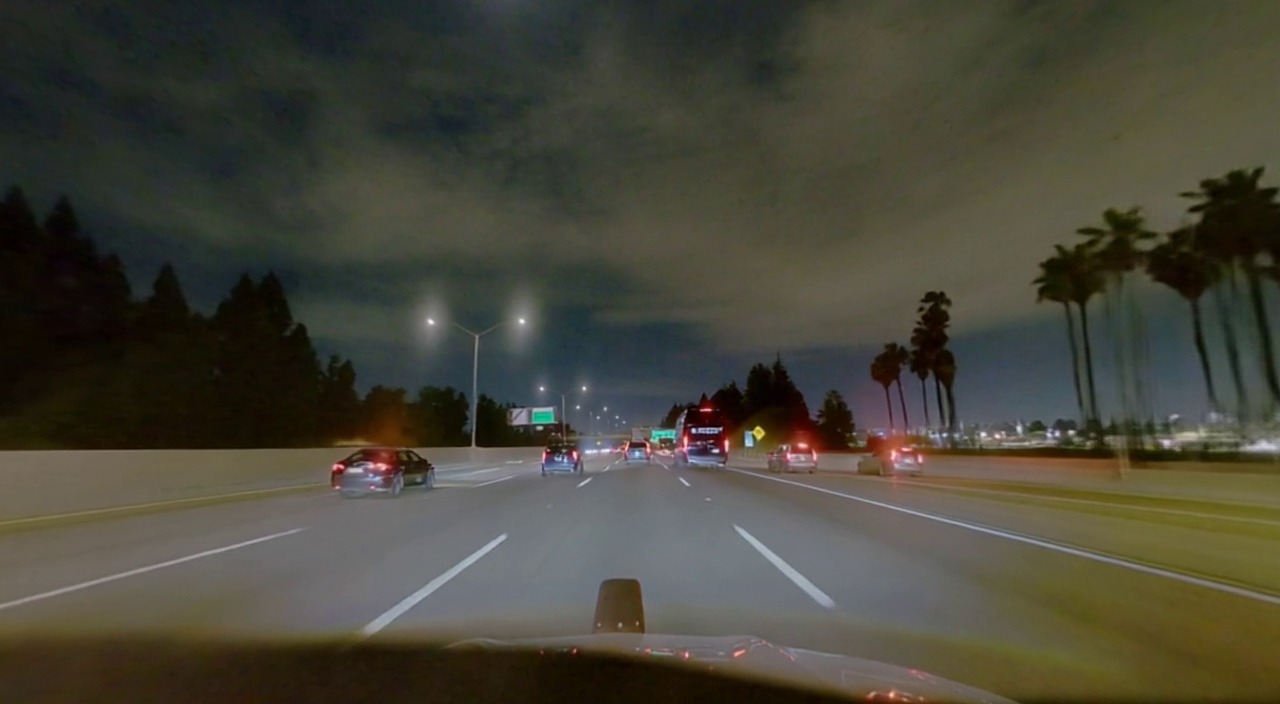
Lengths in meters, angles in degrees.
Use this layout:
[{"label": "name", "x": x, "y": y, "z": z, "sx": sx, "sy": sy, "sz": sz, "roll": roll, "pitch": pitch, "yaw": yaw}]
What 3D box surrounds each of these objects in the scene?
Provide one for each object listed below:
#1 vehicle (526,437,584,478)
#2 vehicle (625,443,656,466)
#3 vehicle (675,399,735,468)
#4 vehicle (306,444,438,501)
[{"label": "vehicle", "x": -3.718, "y": 4.711, "z": 28.192, "sx": 2.017, "sy": 1.683, "sz": 4.094, "roll": 0, "pitch": -9, "yaw": 0}, {"label": "vehicle", "x": 0.029, "y": 7.207, "z": 44.412, "sx": 2.085, "sy": 1.507, "sz": 4.096, "roll": 0, "pitch": -9, "yaw": 0}, {"label": "vehicle", "x": 4.004, "y": 5.358, "z": 40.881, "sx": 3.086, "sy": 3.984, "sz": 8.371, "roll": 0, "pitch": -9, "yaw": 1}, {"label": "vehicle", "x": -7.863, "y": 3.554, "z": 19.032, "sx": 2.050, "sy": 1.487, "sz": 4.372, "roll": 0, "pitch": -9, "yaw": 0}]
